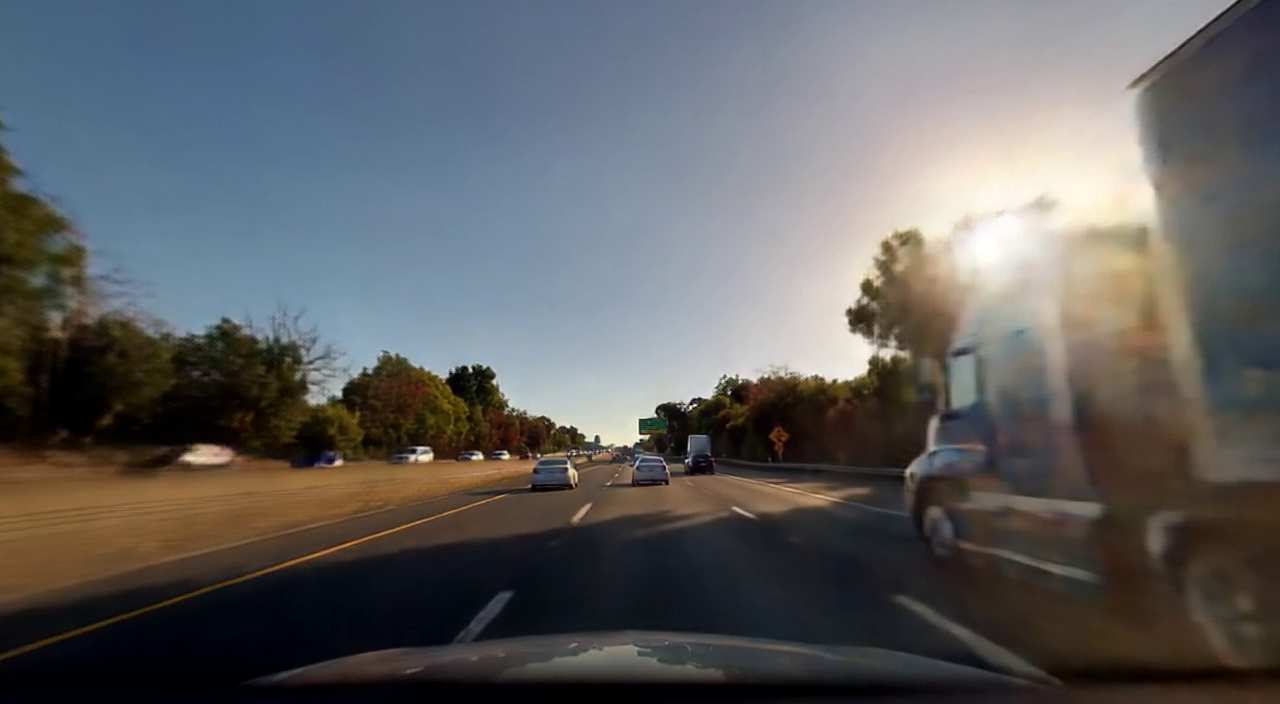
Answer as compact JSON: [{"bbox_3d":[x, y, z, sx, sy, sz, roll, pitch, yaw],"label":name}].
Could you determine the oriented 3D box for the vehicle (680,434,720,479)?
[{"bbox_3d":[4.501,7.677,46.129,2.650,2.978,6.937,-2,-10,7],"label":"vehicle"}]

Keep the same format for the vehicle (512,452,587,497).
[{"bbox_3d":[-3.255,4.492,23.468,2.105,1.467,4.099,0,-9,1],"label":"vehicle"}]

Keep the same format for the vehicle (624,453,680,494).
[{"bbox_3d":[0.454,4.898,25.765,2.089,1.516,4.191,0,-9,0],"label":"vehicle"}]

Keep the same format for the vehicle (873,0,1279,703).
[{"bbox_3d":[4.740,0.263,5.551,3.019,3.957,5.903,0,-9,0],"label":"vehicle"}]
